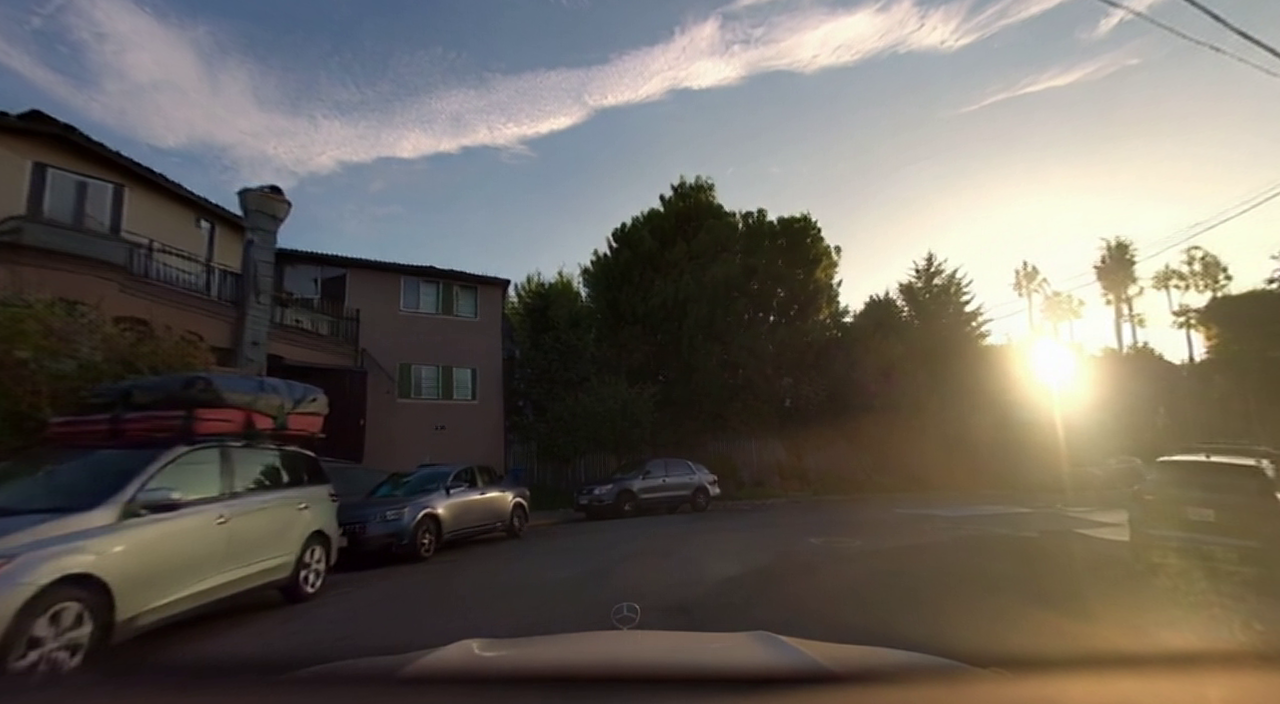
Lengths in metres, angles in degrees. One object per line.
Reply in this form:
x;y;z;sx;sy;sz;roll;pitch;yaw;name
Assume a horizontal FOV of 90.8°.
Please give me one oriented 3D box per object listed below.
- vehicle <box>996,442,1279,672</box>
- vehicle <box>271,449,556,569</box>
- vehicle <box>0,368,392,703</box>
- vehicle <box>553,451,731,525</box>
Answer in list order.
5.459;1.682;6.384;2.054;1.509;4.671;-8;-11;43;vehicle
-3.328;2.478;10.506;1.943;1.475;4.701;-6;-12;17;vehicle
-4.124;1.352;4.901;2.247;1.702;5.043;-5;-10;2;vehicle
0.141;3.370;16.235;4.217;1.547;2.082;7;-11;-40;vehicle
